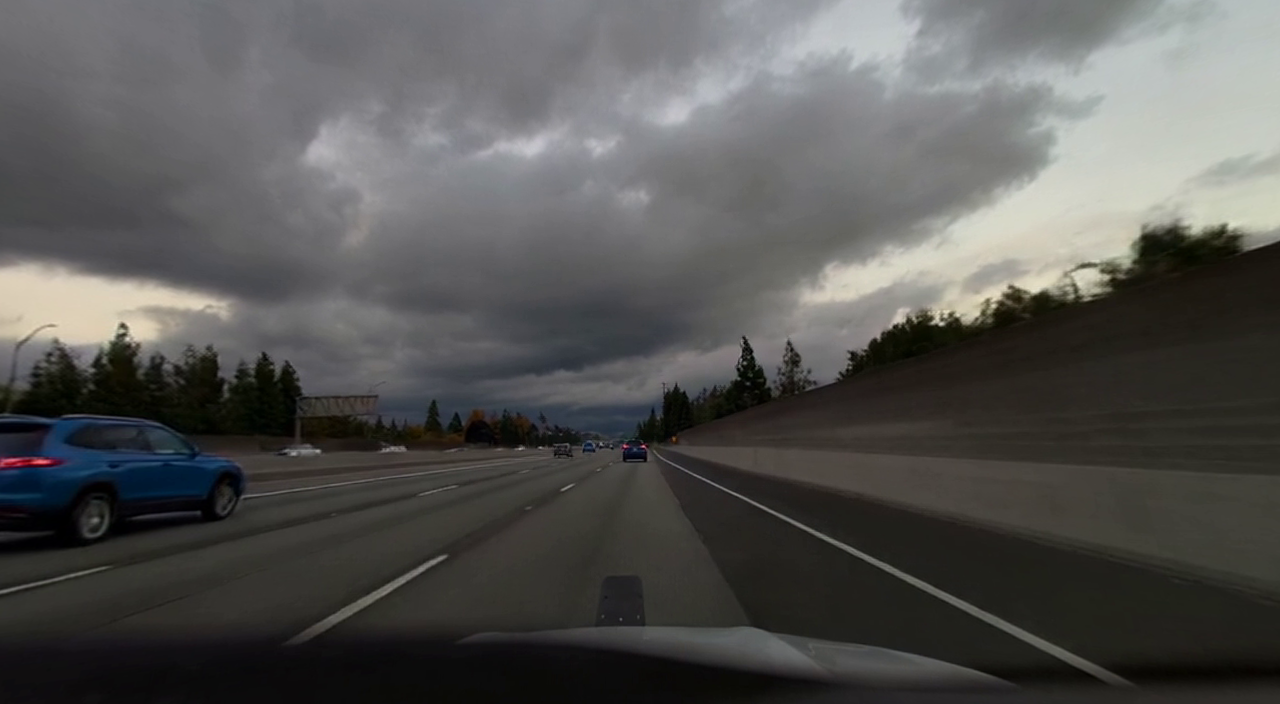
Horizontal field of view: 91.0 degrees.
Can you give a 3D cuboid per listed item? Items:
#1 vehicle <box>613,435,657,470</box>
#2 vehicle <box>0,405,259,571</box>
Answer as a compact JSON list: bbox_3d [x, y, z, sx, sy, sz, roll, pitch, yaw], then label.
[{"bbox_3d":[-0.224,5.222,32.866,2.141,1.706,4.065,0,-9,1],"label":"vehicle"},{"bbox_3d":[-7.711,1.714,8.619,2.166,1.705,4.433,0,-9,0],"label":"vehicle"}]
